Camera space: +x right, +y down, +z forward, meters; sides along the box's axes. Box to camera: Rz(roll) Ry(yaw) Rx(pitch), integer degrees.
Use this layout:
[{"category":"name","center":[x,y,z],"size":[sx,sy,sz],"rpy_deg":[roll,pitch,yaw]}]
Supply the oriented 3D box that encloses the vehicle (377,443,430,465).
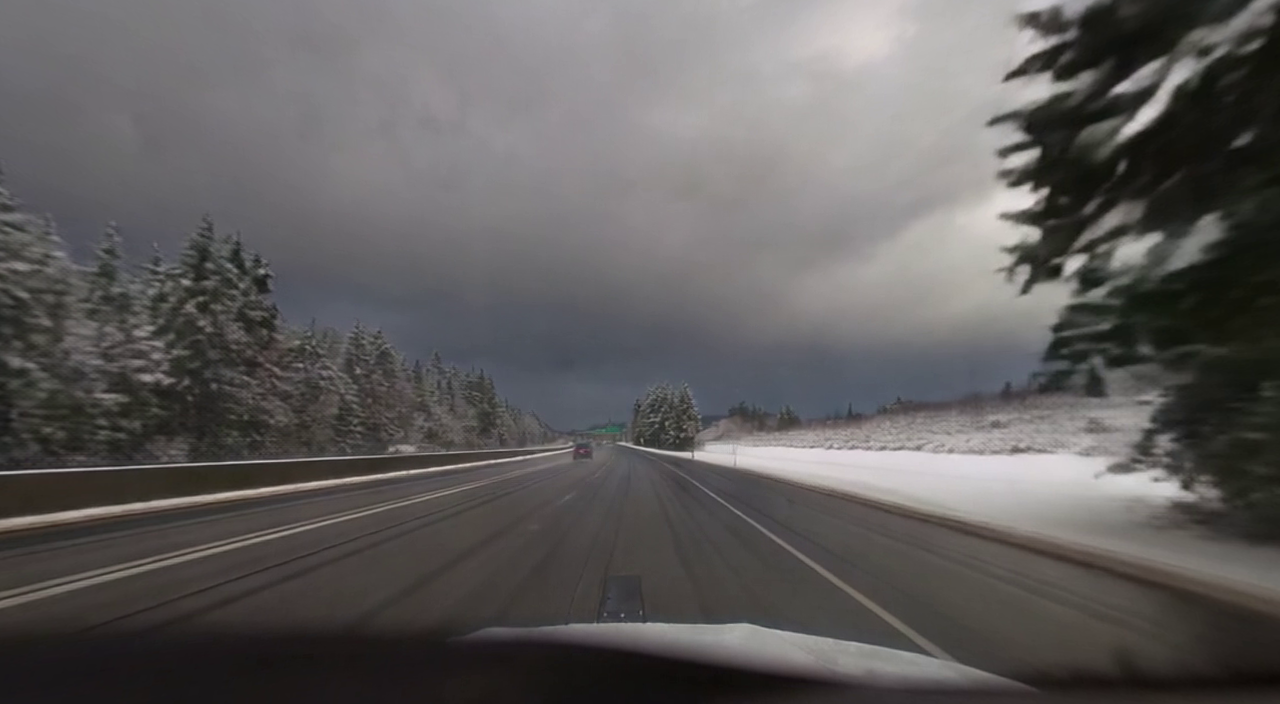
[{"category":"vehicle","center":[-17.416,7.522,46.680],"size":[2.081,1.532,4.784],"rpy_deg":[0,-9,-1]}]
